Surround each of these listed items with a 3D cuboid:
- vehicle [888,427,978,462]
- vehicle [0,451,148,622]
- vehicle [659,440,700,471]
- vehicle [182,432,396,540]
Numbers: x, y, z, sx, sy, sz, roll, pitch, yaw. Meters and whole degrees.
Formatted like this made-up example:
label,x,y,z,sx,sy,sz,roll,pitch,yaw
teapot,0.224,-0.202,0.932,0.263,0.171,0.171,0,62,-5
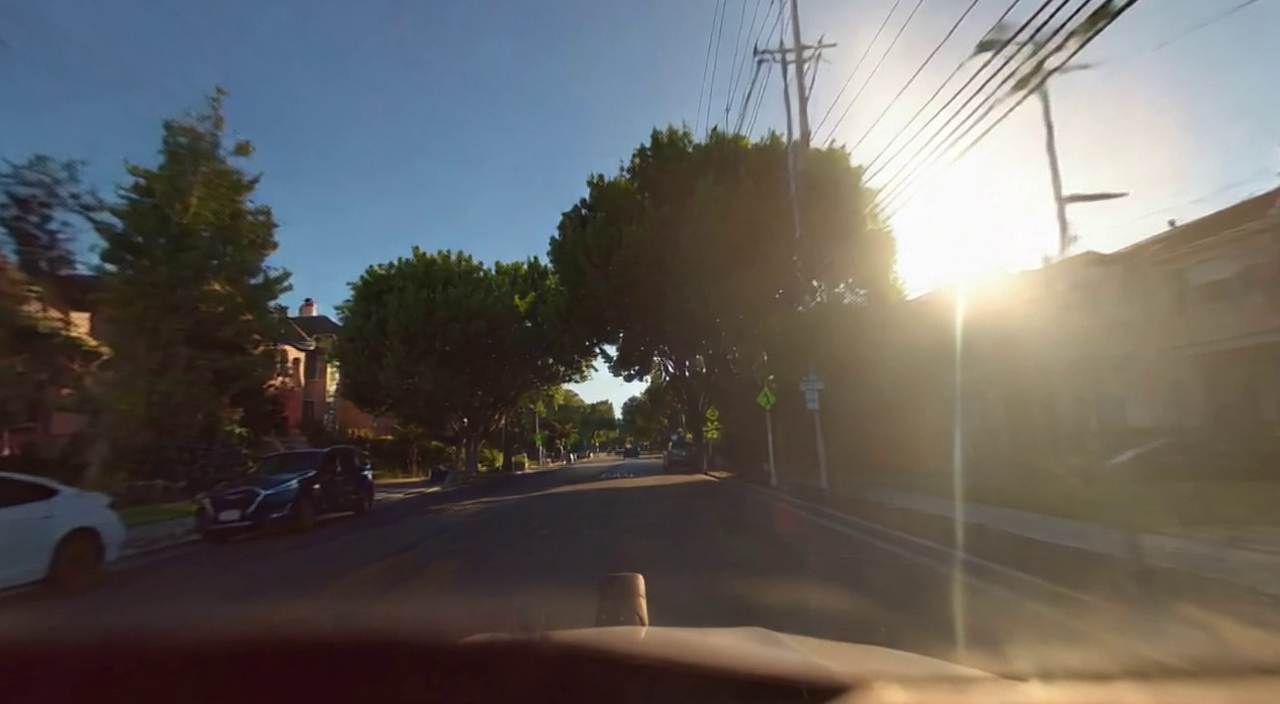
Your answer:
label,x,y,z,sx,sy,sz,roll,pitch,yaw
vehicle,13.840,4.392,29.896,3.645,1.532,1.806,-5,-10,29
vehicle,-7.051,1.736,5.729,2.041,1.587,3.920,-2,-9,-1
vehicle,2.284,6.181,37.834,1.971,1.710,4.210,0,-9,-3
vehicle,-7.218,2.786,13.694,2.135,1.787,4.452,-4,-9,0
